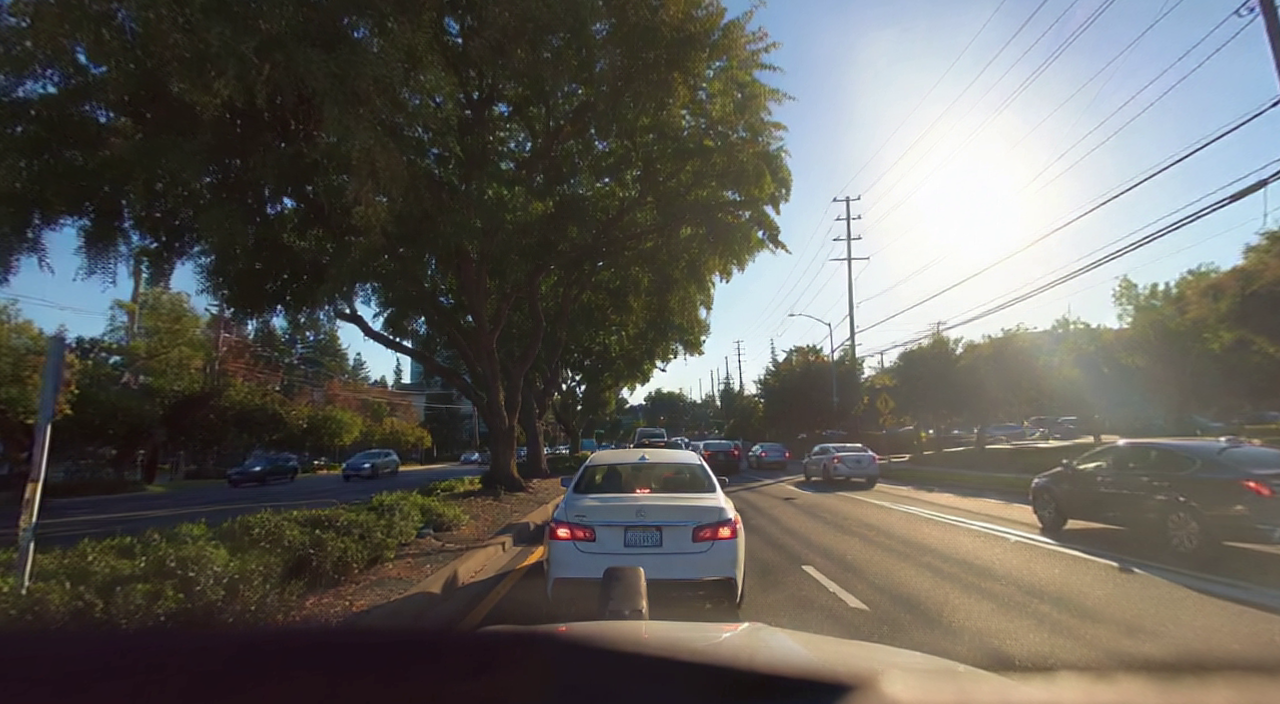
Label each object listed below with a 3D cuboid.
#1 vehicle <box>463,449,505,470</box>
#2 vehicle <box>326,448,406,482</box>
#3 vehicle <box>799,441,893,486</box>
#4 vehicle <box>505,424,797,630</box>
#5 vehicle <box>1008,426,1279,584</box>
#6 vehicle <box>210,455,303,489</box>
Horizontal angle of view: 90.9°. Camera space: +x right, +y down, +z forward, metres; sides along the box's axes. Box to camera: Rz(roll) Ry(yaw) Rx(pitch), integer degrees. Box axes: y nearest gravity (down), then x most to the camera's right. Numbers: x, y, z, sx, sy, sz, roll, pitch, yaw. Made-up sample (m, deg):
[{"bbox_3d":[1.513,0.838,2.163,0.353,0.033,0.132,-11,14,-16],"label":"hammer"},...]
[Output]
[{"bbox_3d":[-11.843,8.141,48.111,1.988,1.486,4.586,0,-8,1],"label":"vehicle"},{"bbox_3d":[-14.992,6.176,34.863,2.291,1.682,4.835,0,-8,0],"label":"vehicle"},{"bbox_3d":[7.416,4.031,23.189,1.899,1.458,4.499,0,-8,0],"label":"vehicle"},{"bbox_3d":[0.071,1.563,6.613,2.108,1.479,3.935,0,-8,0],"label":"vehicle"},{"bbox_3d":[7.009,1.757,8.122,1.850,1.480,4.474,0,-8,1],"label":"vehicle"},{"bbox_3d":[-19.204,6.013,31.848,1.853,1.489,4.449,0,-8,0],"label":"vehicle"}]
